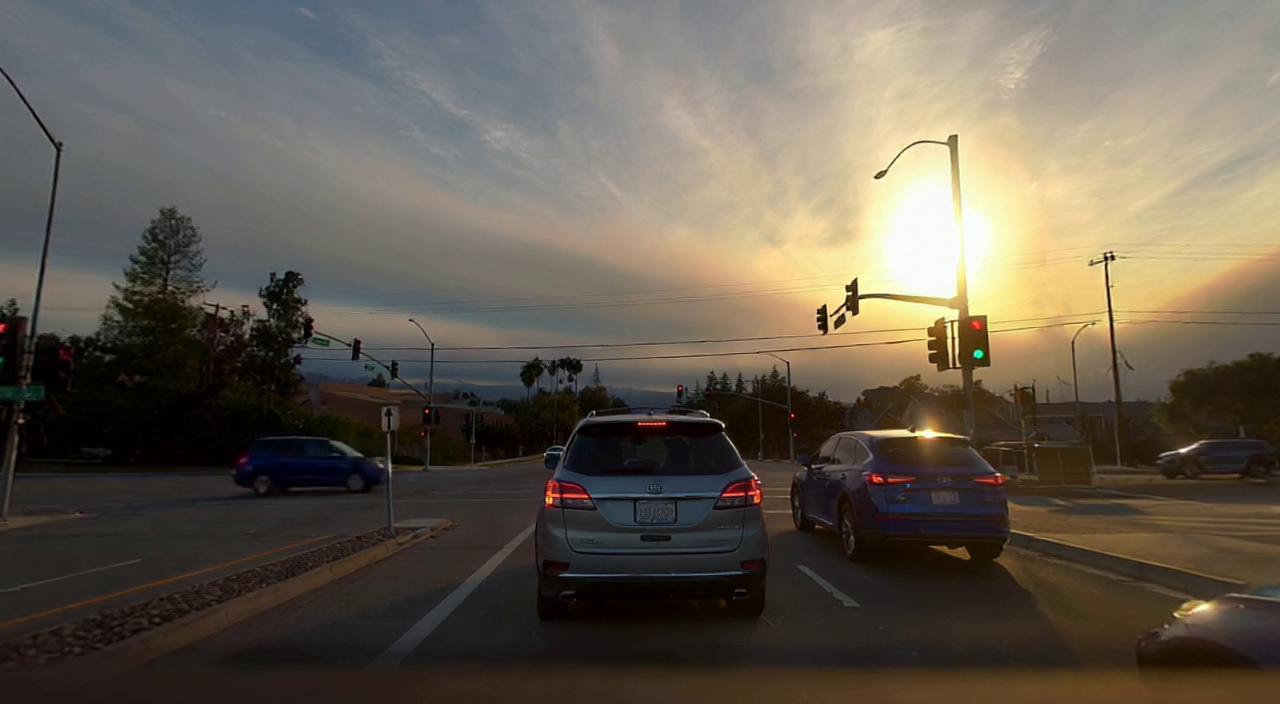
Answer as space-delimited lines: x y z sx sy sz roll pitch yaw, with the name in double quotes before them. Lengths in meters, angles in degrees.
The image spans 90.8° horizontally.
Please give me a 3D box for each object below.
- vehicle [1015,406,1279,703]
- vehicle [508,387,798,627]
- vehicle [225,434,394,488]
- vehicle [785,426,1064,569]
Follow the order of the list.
"vehicle" 3.157 0.815 1.427 1.924 1.466 4.461 0 -8 1
"vehicle" 0.092 1.494 7.059 2.170 1.793 4.468 0 -8 0
"vehicle" -11.375 3.770 22.012 4.687 1.791 2.044 0 -8 0
"vehicle" 3.512 1.858 8.864 1.861 1.495 4.215 0 -8 -1
